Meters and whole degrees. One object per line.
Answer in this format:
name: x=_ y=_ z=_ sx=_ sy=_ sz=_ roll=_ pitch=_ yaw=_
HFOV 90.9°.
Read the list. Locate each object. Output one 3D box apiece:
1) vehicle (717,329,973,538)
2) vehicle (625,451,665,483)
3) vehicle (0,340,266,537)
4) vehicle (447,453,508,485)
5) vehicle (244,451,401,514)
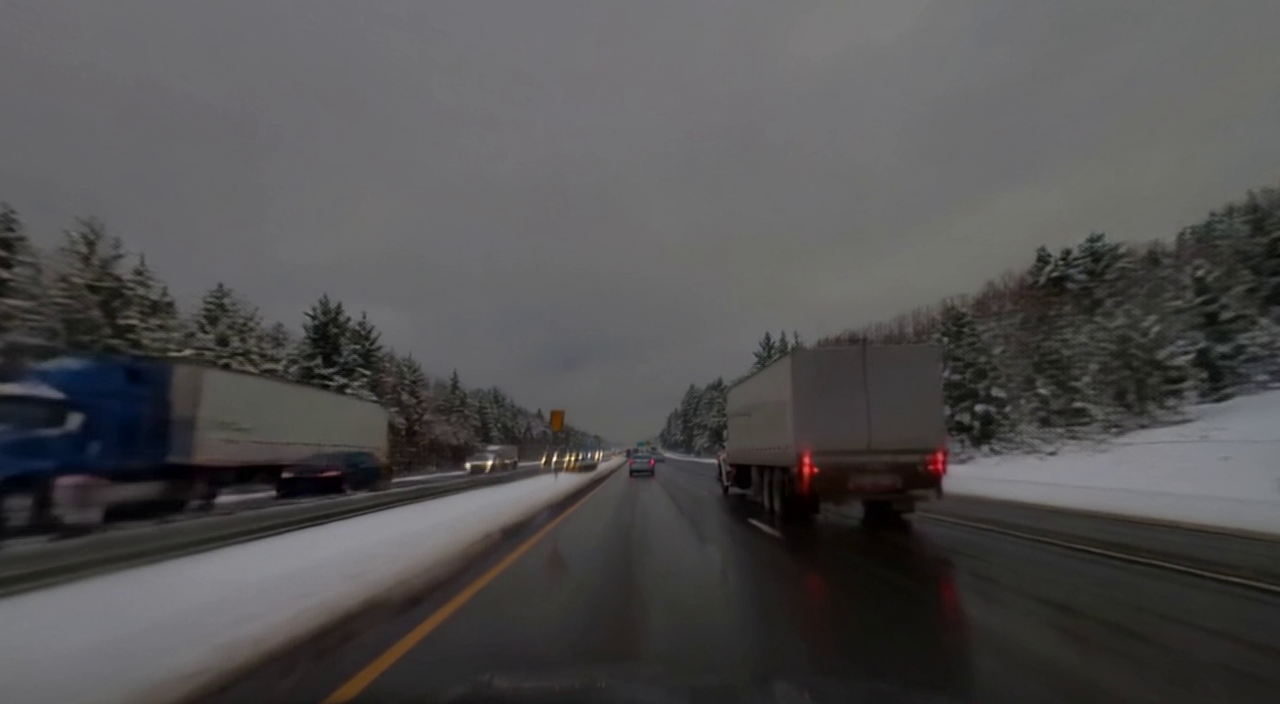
vehicle: x=4.325 y=2.345 z=17.210 sx=2.885 sy=3.679 sz=12.102 roll=0 pitch=-9 yaw=0
vehicle: x=0.233 y=5.827 z=32.212 sx=1.939 sy=1.495 sz=3.612 roll=0 pitch=-9 yaw=0
vehicle: x=-12.838 y=2.194 z=15.855 sx=2.987 sy=3.993 sz=5.925 roll=0 pitch=-9 yaw=0
vehicle: x=-8.293 y=5.998 z=32.533 sx=2.012 sy=1.487 sz=4.378 roll=0 pitch=-9 yaw=0
vehicle: x=-8.420 y=3.475 z=17.297 sx=2.005 sy=1.472 sz=4.461 roll=0 pitch=-9 yaw=0
